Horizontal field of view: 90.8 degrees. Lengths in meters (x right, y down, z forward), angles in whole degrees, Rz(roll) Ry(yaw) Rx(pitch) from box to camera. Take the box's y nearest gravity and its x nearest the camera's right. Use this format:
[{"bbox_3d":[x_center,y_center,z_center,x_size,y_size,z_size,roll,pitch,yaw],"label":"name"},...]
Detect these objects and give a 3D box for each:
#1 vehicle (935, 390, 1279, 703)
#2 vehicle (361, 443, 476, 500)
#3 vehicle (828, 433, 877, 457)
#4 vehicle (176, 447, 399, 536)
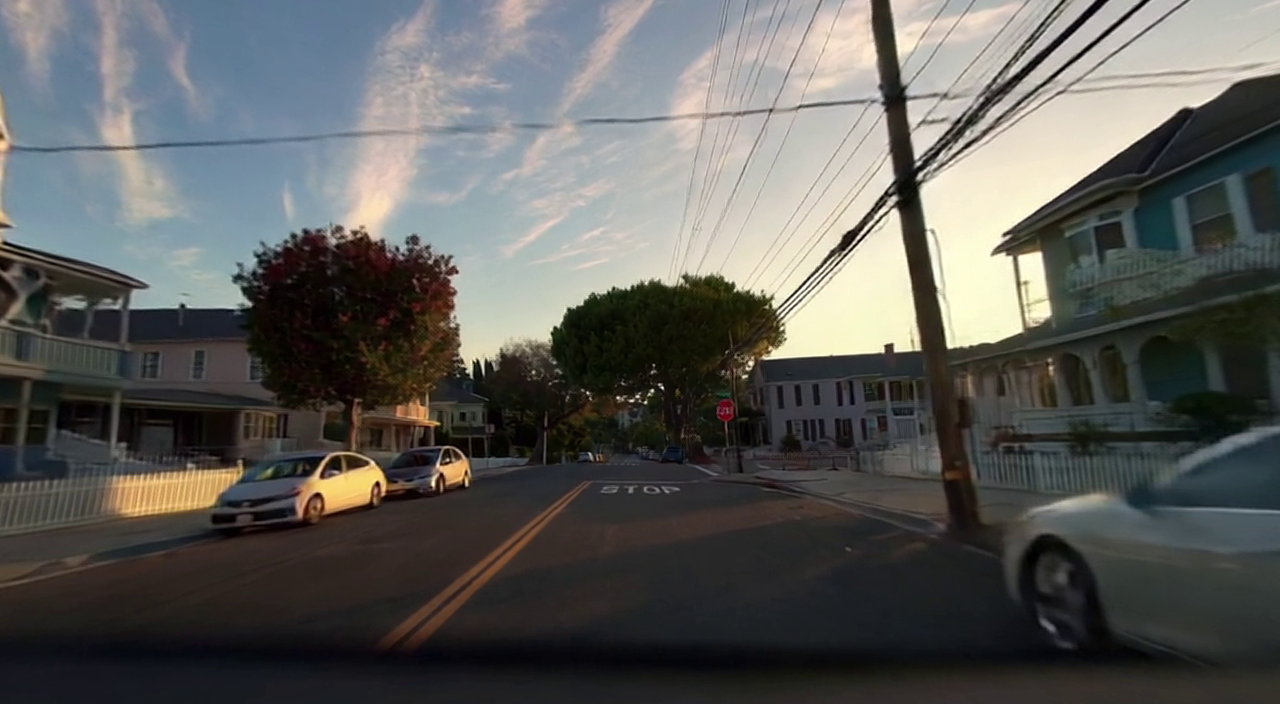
[{"bbox_3d":[3.340,0.913,2.311,1.963,1.536,5.446,0,-8,1],"label":"vehicle"},{"bbox_3d":[-6.732,3.644,19.743,2.026,1.560,4.062,0,-8,2],"label":"vehicle"},{"bbox_3d":[15.754,6.928,47.059,2.025,1.689,4.342,0,-9,-2],"label":"vehicle"},{"bbox_3d":[-6.855,2.710,13.011,2.056,1.481,4.451,0,-8,-1],"label":"vehicle"}]
